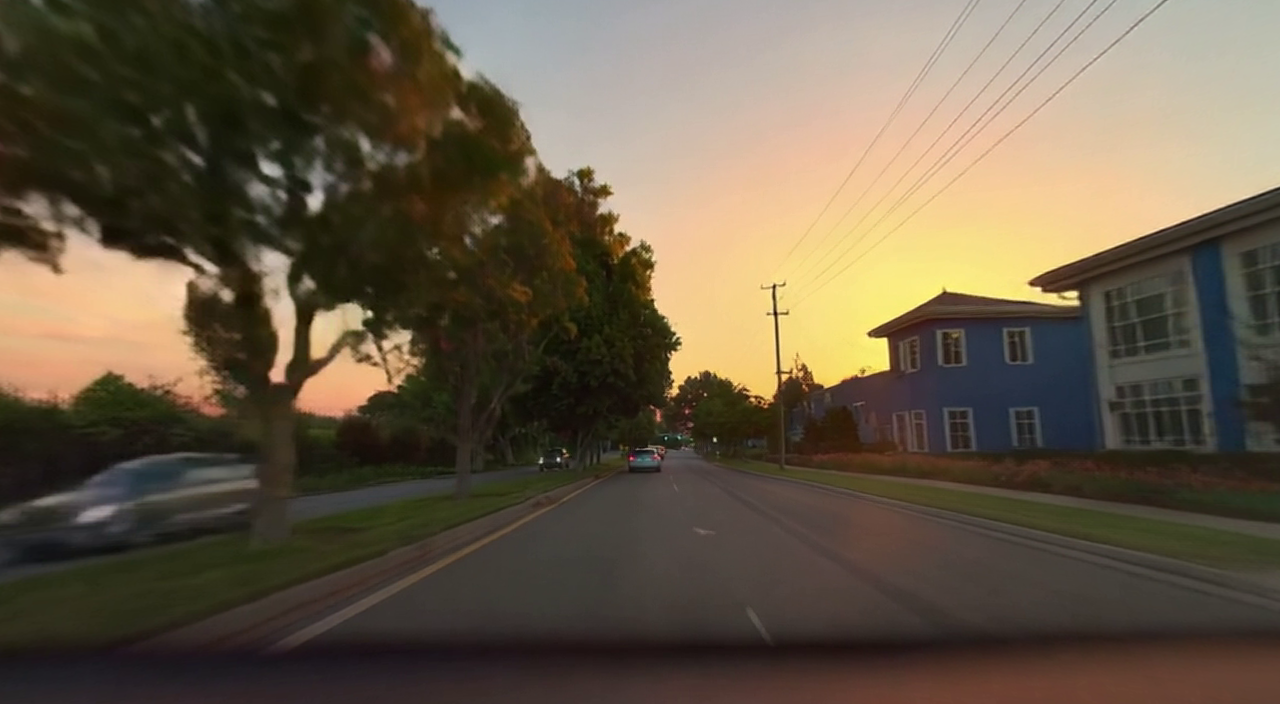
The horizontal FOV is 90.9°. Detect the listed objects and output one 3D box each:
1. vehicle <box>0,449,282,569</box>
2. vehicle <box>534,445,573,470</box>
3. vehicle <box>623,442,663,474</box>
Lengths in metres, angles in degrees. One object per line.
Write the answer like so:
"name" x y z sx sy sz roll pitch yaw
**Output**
"vehicle" -8.259 2.340 10.277 2.040 1.465 4.448 0 -8 3
"vehicle" -6.501 7.973 47.790 2.055 1.757 4.584 0 -8 3
"vehicle" 0.230 6.040 36.109 2.129 1.713 4.314 0 -8 2
